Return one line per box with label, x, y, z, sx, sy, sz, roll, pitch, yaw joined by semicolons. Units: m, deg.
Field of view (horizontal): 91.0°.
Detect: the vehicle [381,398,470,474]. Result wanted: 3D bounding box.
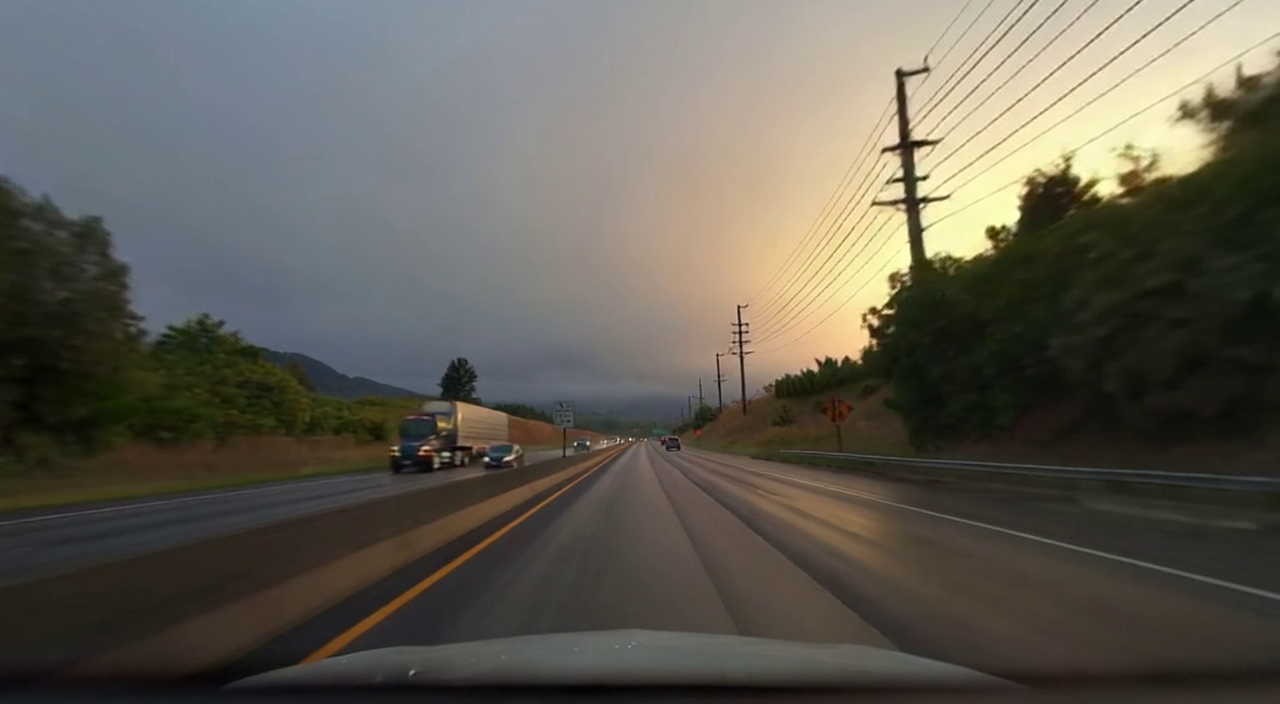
vehicle;-12.138;4.865;36.315;3.013;3.970;5.892;-1;-8;0
